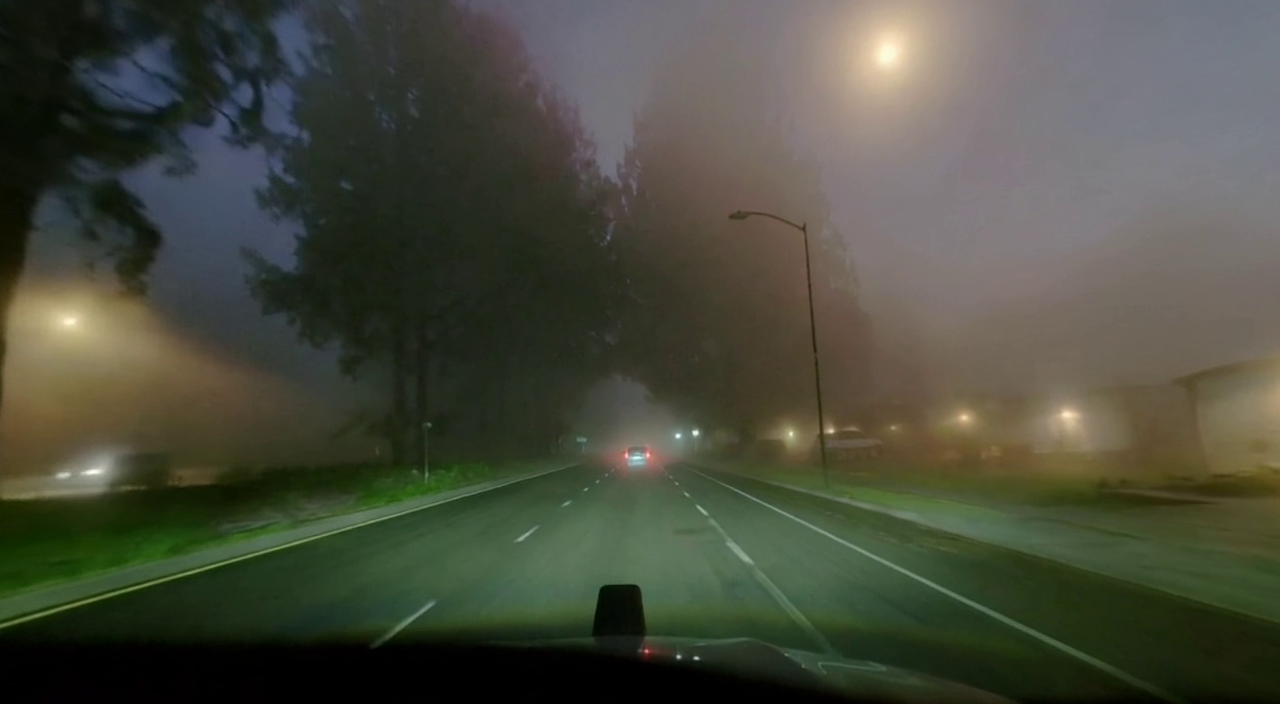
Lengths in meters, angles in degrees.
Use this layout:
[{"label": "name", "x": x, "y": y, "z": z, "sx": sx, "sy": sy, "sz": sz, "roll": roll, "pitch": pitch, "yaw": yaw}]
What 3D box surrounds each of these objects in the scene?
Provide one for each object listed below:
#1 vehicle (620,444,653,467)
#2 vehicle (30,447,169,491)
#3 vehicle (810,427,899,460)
[{"label": "vehicle", "x": -0.258, "y": 6.893, "z": 41.859, "sx": 2.054, "sy": 1.456, "sz": 4.003, "roll": 0, "pitch": -8, "yaw": -1}, {"label": "vehicle", "x": -19.755, "y": 4.255, "z": 23.179, "sx": 1.836, "sy": 1.456, "sz": 3.647, "roll": 0, "pitch": -8, "yaw": 0}, {"label": "vehicle", "x": 13.236, "y": 5.688, "z": 38.909, "sx": 4.739, "sy": 1.918, "sz": 2.071, "roll": -1, "pitch": -8, "yaw": 2}]
